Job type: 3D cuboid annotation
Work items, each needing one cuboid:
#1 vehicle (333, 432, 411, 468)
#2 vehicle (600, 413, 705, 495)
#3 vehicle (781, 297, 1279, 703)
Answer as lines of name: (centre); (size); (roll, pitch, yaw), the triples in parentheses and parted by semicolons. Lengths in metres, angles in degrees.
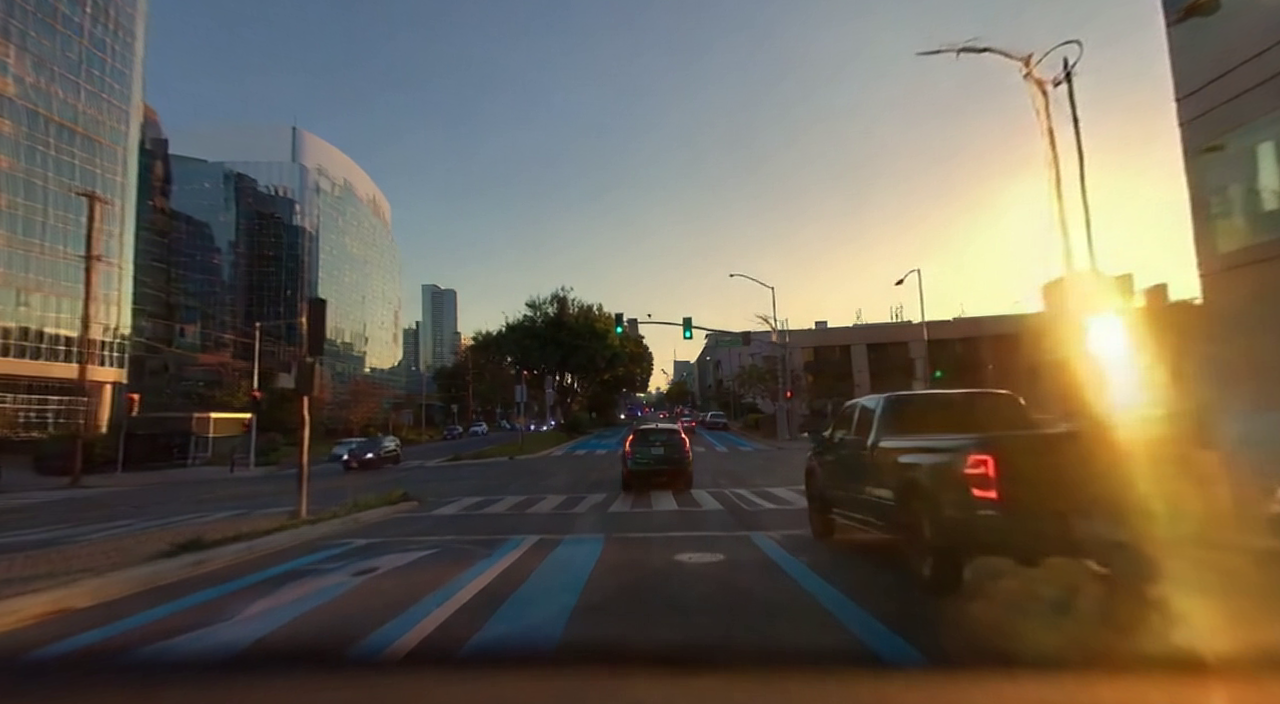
vehicle: (-13.515, 4.980, 32.175); (2.062, 1.697, 4.321); (0, -8, 0)
vehicle: (0.258, 2.555, 15.957); (2.283, 1.773, 4.255); (0, -9, 0)
vehicle: (3.394, 1.210, 6.251); (2.487, 2.048, 6.443); (0, -9, 0)
